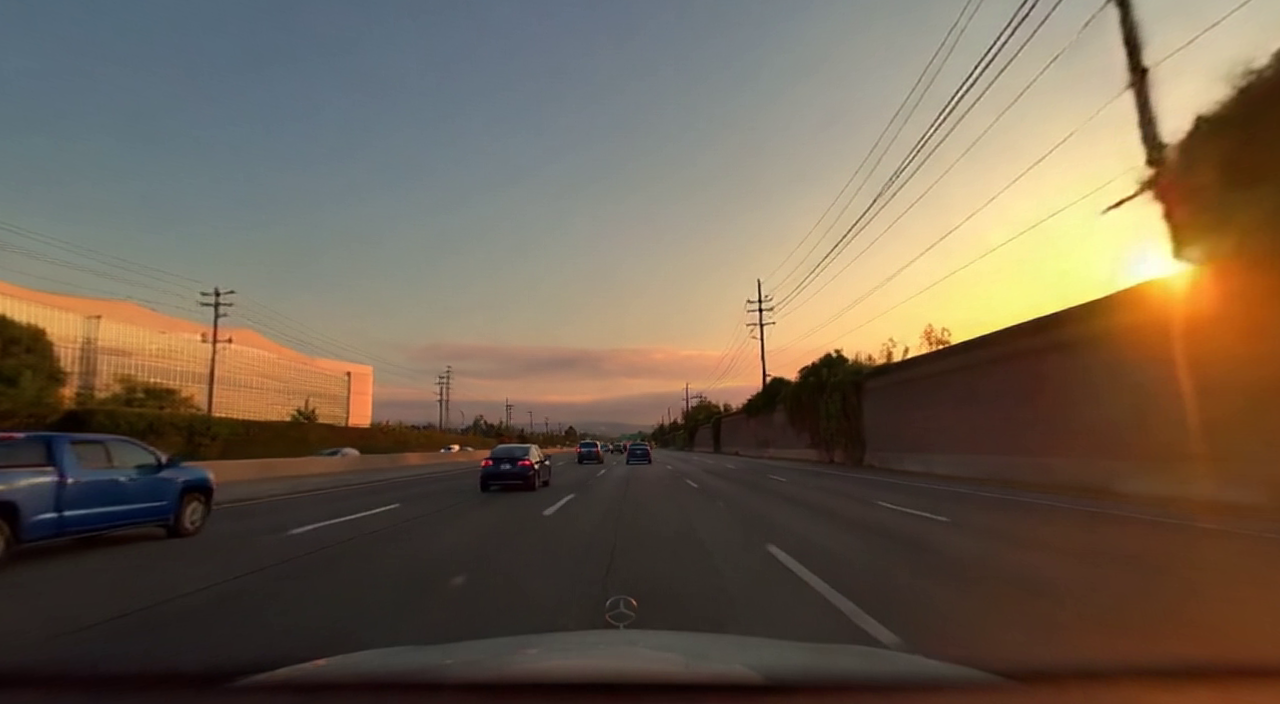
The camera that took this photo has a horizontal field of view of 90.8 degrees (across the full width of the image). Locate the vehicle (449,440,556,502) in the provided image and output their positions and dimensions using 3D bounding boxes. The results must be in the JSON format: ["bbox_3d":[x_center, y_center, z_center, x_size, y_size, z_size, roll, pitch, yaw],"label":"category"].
[{"bbox_3d":[-3.557,3.150,17.176,1.938,1.444,4.206,0,-8,0],"label":"vehicle"}]

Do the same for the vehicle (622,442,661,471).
[{"bbox_3d":[0.078,5.764,35.155,2.030,1.471,4.115,0,-8,0],"label":"vehicle"}]

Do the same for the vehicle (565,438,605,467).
[{"bbox_3d":[-3.558,6.627,41.901,2.244,1.752,4.439,0,-8,0],"label":"vehicle"}]

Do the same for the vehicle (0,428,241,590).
[{"bbox_3d":[-6.961,1.637,7.002,1.959,1.496,4.740,0,-8,0],"label":"vehicle"}]
